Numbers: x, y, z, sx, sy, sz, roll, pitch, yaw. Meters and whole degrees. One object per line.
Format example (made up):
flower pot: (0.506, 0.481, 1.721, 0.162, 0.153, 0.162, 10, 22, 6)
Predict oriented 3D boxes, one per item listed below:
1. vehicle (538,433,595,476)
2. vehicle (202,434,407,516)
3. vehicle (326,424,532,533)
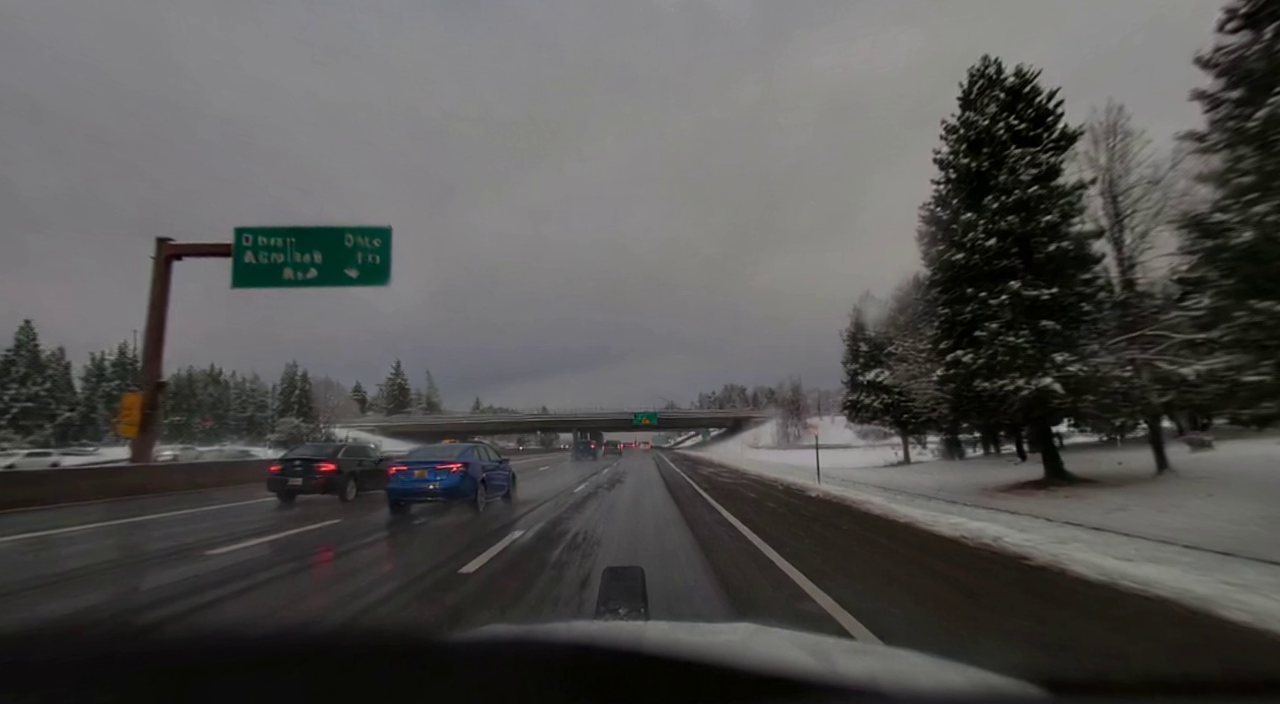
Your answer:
vehicle: (-3.298, 4.728, 29.259, 2.080, 1.811, 4.644, 0, -9, 1)
vehicle: (-7.240, 2.682, 14.328, 2.029, 1.530, 4.620, 0, -8, 1)
vehicle: (-3.597, 2.265, 11.897, 2.210, 1.628, 4.586, 0, -9, 1)
